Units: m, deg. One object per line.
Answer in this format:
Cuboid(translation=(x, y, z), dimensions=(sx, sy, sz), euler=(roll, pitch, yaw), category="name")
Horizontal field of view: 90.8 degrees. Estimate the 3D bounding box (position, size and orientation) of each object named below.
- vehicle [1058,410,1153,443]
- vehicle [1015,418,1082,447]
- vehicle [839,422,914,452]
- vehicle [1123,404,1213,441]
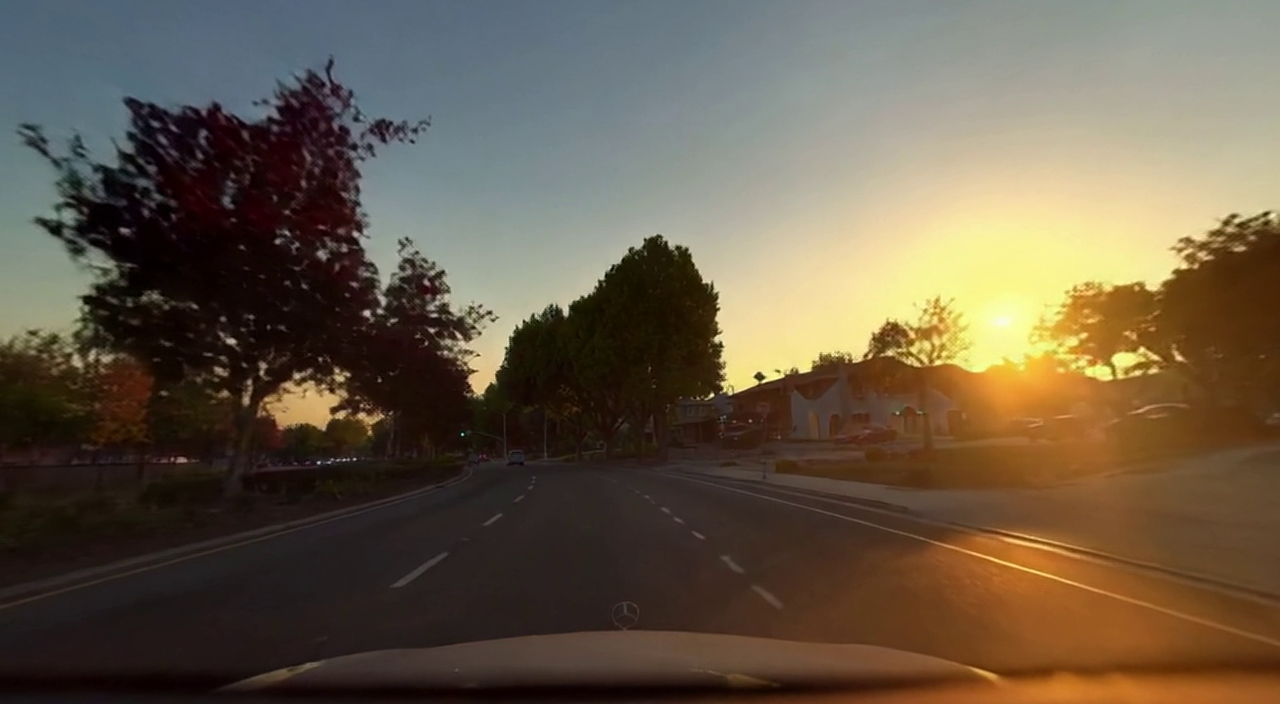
Cuboid(translation=(25.126, 4.086, 34.349), dimensions=(2.033, 1.533, 4.370), euler=(-3, -9, 4), category="vehicle")
Cuboid(translation=(23.313, 4.629, 36.011), dimensions=(4.230, 1.459, 1.889), euler=(7, -12, -39), category="vehicle")
Cuboid(translation=(16.531, 5.930, 44.137), dimensions=(4.802, 1.900, 2.373), euler=(3, -8, -33), category="vehicle")
Cuboid(translation=(26.872, 3.649, 32.119), dimensions=(4.147, 1.680, 2.441), euler=(6, -11, -36), category="vehicle")
